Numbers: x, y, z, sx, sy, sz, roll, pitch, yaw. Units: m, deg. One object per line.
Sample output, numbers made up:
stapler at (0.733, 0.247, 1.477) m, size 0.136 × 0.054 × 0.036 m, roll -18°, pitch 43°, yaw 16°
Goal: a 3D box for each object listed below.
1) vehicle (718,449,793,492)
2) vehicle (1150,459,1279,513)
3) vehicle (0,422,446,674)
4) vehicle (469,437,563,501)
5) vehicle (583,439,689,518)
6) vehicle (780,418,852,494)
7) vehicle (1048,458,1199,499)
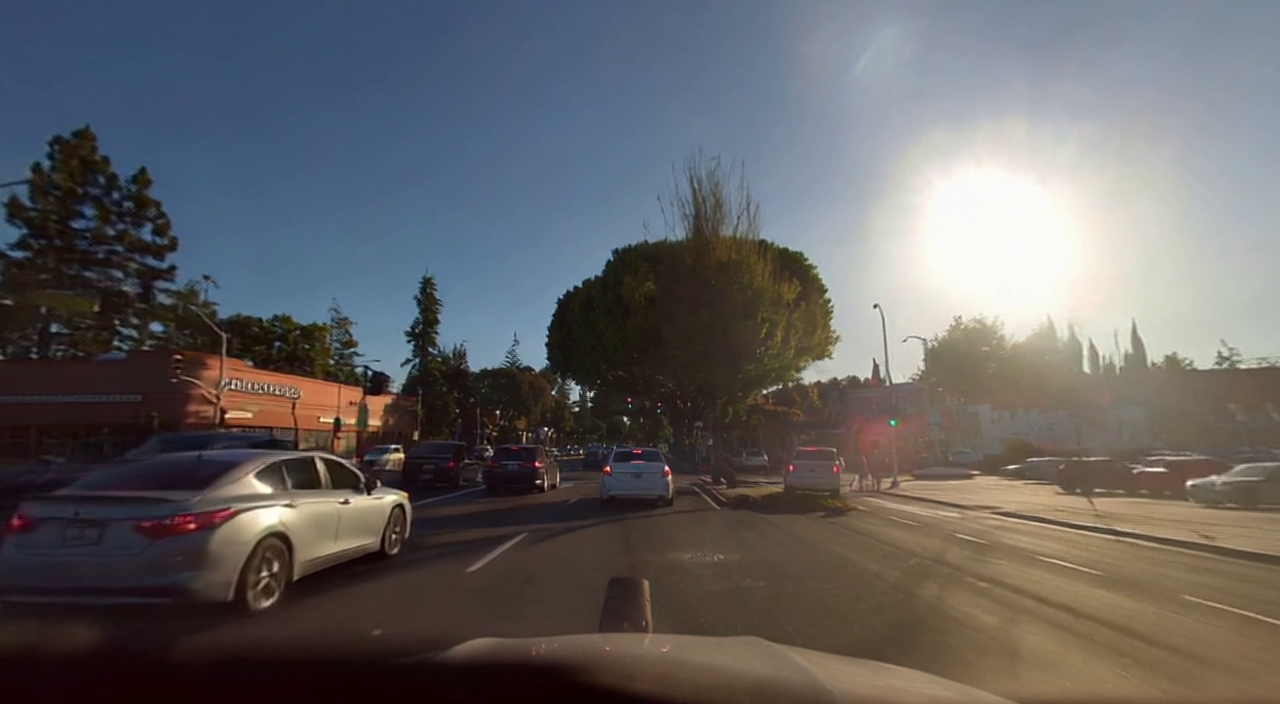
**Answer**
vehicle at (4.262, 4.444, 24.033) m, size 1.979 × 1.485 × 4.207 m, roll 0°, pitch -9°, yaw -1°
vehicle at (19.310, 4.198, 19.995) m, size 4.379 × 1.558 × 2.033 m, roll 0°, pitch -9°, yaw 2°
vehicle at (-3.676, 1.538, 6.191) m, size 1.992 × 1.493 × 4.688 m, roll 0°, pitch -9°, yaw 1°
vehicle at (-3.613, 3.479, 19.089) m, size 1.983 × 1.685 × 3.997 m, roll 0°, pitch -9°, yaw 0°
vehicle at (-0.069, 2.848, 14.696) m, size 2.121 × 1.563 × 4.031 m, roll 0°, pitch -9°, yaw 0°
vehicle at (8.358, 4.937, 30.196) m, size 2.613 × 3.281 × 2.673 m, roll 4°, pitch -9°, yaw 0°
vehicle at (19.163, 5.016, 25.162) m, size 4.367 × 1.475 × 1.815 m, roll -1°, pitch -9°, yaw 7°
